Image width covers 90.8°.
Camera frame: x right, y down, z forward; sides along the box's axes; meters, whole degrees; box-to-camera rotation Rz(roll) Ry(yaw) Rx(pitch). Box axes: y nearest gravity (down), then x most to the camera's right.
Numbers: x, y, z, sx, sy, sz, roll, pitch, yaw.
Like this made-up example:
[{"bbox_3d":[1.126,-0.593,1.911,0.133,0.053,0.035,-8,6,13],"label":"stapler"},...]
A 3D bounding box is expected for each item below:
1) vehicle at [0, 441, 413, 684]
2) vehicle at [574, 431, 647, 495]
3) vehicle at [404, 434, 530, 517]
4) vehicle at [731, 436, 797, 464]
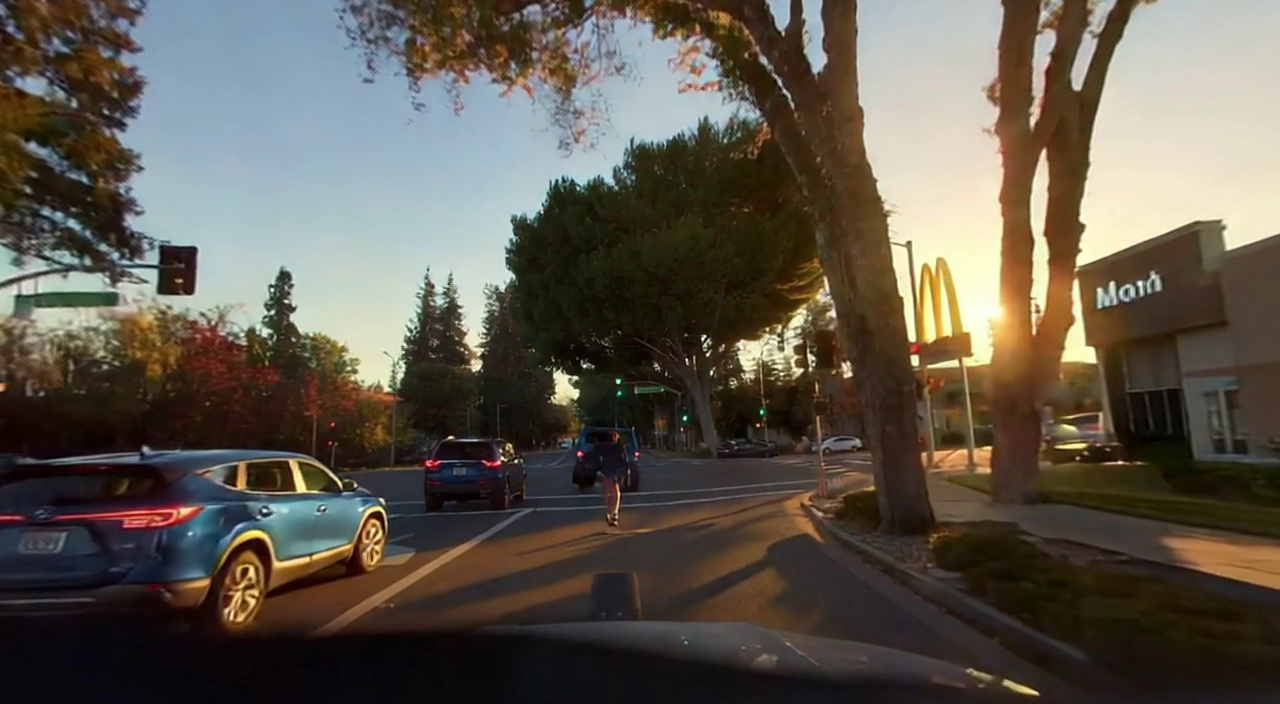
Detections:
[{"bbox_3d":[-4.025,1.644,6.235,1.941,1.479,4.541,0,-8,-1],"label":"vehicle"},{"bbox_3d":[-1.042,3.730,21.571,2.224,1.923,4.643,1,-9,-4],"label":"vehicle"},{"bbox_3d":[-4.256,3.093,16.396,2.130,1.819,4.497,0,-8,-2],"label":"vehicle"},{"bbox_3d":[9.569,7.550,48.717,4.432,1.680,1.971,-2,-7,-23],"label":"vehicle"}]
